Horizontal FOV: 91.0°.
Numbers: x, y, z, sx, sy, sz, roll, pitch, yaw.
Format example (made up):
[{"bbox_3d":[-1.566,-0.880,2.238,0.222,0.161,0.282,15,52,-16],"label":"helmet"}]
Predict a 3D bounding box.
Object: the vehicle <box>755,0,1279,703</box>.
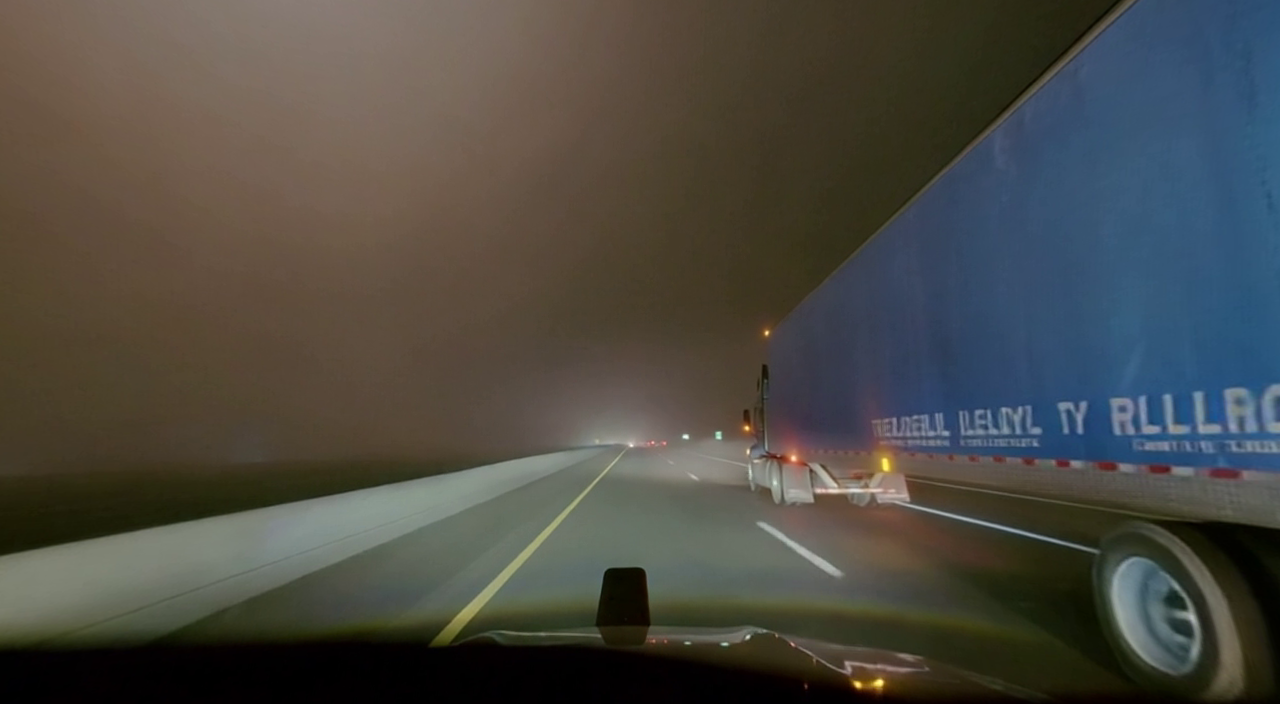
[{"bbox_3d":[4.210,0.483,7.919,3.006,4.093,14.142,0,-8,1],"label":"vehicle"}]
